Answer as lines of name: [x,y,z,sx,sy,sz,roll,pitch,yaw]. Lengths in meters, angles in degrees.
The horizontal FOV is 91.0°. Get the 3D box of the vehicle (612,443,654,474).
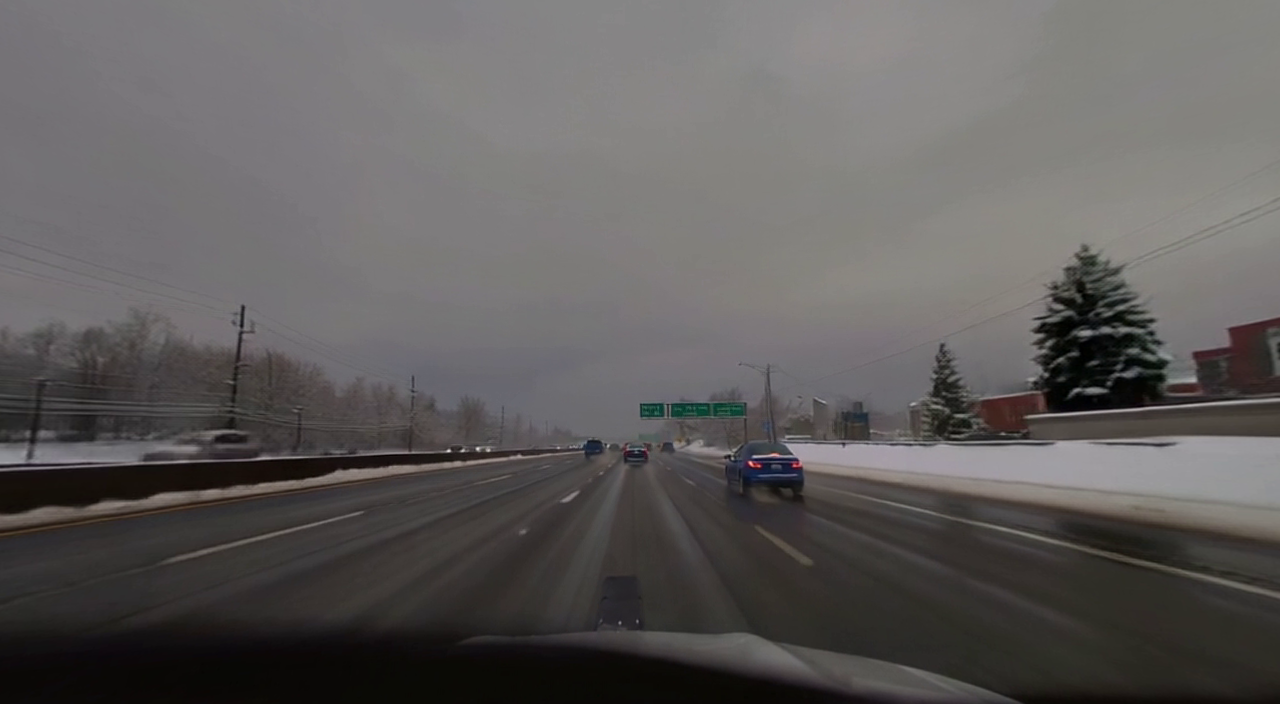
vehicle: [-0.370,5.432,32.475,2.019,1.472,3.971,0,-8,-1]

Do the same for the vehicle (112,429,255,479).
vehicle: [-20.168,4.517,28.208,2.307,2.016,5.388,0,-8,0]

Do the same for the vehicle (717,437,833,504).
vehicle: [3.404,3.073,16.872,1.995,1.533,4.463,0,-8,-2]
